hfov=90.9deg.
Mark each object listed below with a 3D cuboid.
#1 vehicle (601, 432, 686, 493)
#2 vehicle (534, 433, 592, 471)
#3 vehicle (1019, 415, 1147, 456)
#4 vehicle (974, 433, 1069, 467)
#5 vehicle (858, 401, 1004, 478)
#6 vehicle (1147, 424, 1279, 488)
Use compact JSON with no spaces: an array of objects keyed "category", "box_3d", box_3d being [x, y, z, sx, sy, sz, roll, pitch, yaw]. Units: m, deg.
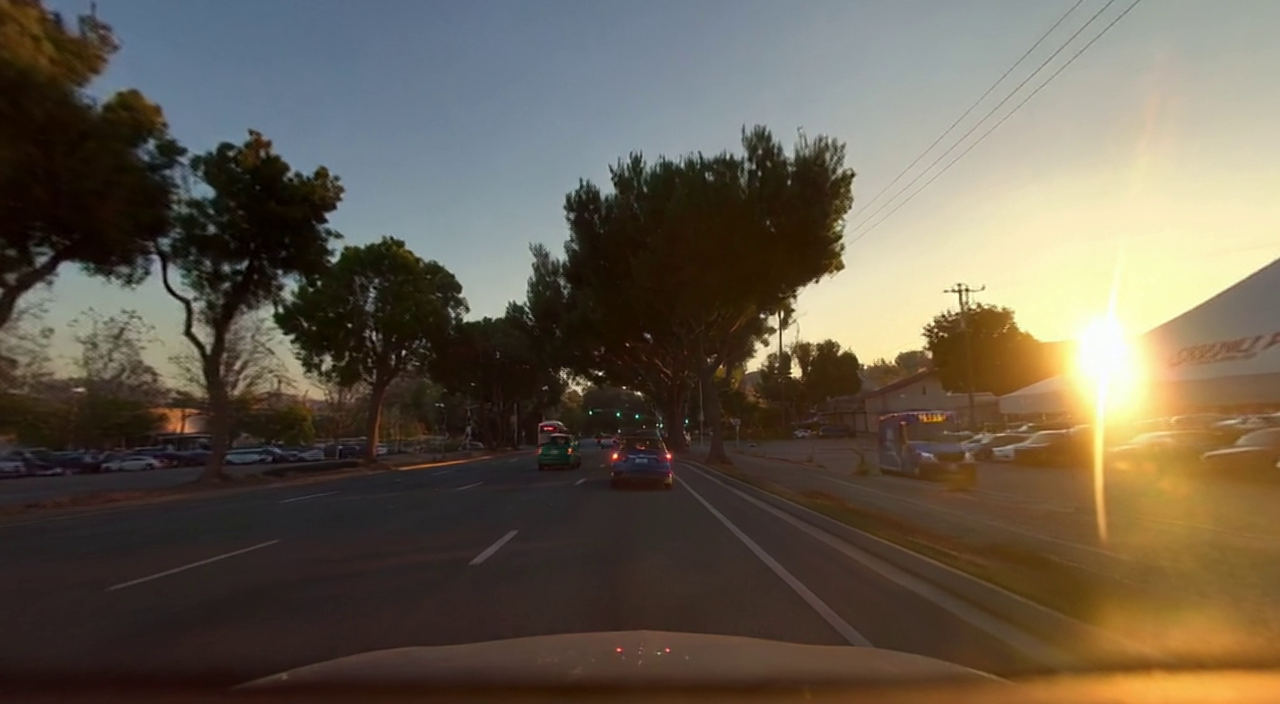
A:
[{"category":"vehicle","box_3d":[0.045,3.092,17.965,2.123,1.498,4.226,0,-9,-1]},{"category":"vehicle","box_3d":[-3.585,4.764,30.136,2.148,1.636,4.199,0,-9,2]},{"category":"vehicle","box_3d":[23.669,4.578,34.149,2.225,2.013,6.379,0,-9,-1]},{"category":"vehicle","box_3d":[18.406,4.757,30.668,1.826,1.532,4.290,0,-9,-1]},{"category":"vehicle","box_3d":[11.400,3.565,25.488,2.754,2.711,6.196,0,-9,-1]},{"category":"vehicle","box_3d":[18.419,3.122,19.097,1.965,1.749,4.838,0,-9,-2]}]
